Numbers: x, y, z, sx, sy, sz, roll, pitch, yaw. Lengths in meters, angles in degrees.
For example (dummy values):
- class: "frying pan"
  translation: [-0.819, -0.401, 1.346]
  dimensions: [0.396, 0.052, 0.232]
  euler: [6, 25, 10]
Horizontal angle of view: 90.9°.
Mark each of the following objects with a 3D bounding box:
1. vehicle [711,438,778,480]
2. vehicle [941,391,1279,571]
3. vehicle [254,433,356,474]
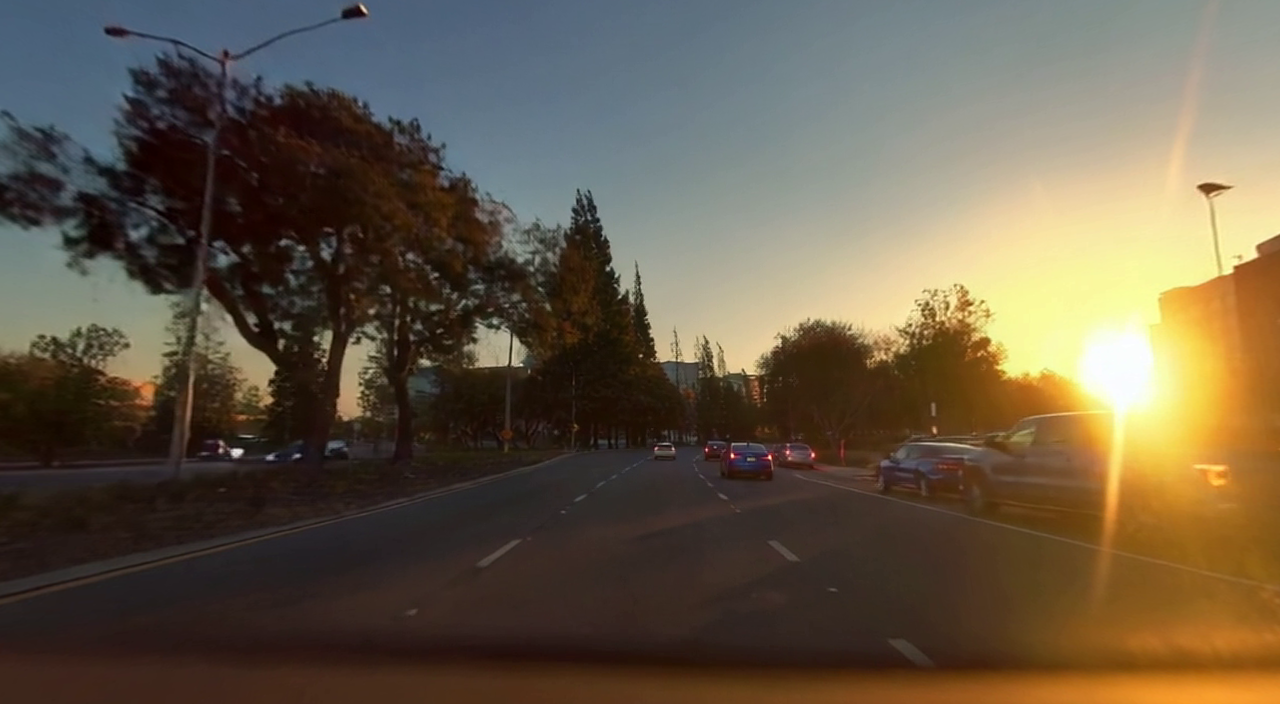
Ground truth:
- class: "vehicle"
  translation: [4.074, 4.257, 25.348]
  dimensions: [1.981, 1.499, 4.536]
  euler: [0, -8, 1]
- class: "vehicle"
  translation: [7.704, 1.912, 10.329]
  dimensions: [2.410, 1.997, 6.477]
  euler: [0, -8, 1]
- class: "vehicle"
  translation: [-13.820, 4.201, 26.298]
  dimensions: [1.862, 1.551, 4.265]
  euler: [-1, -8, 1]
